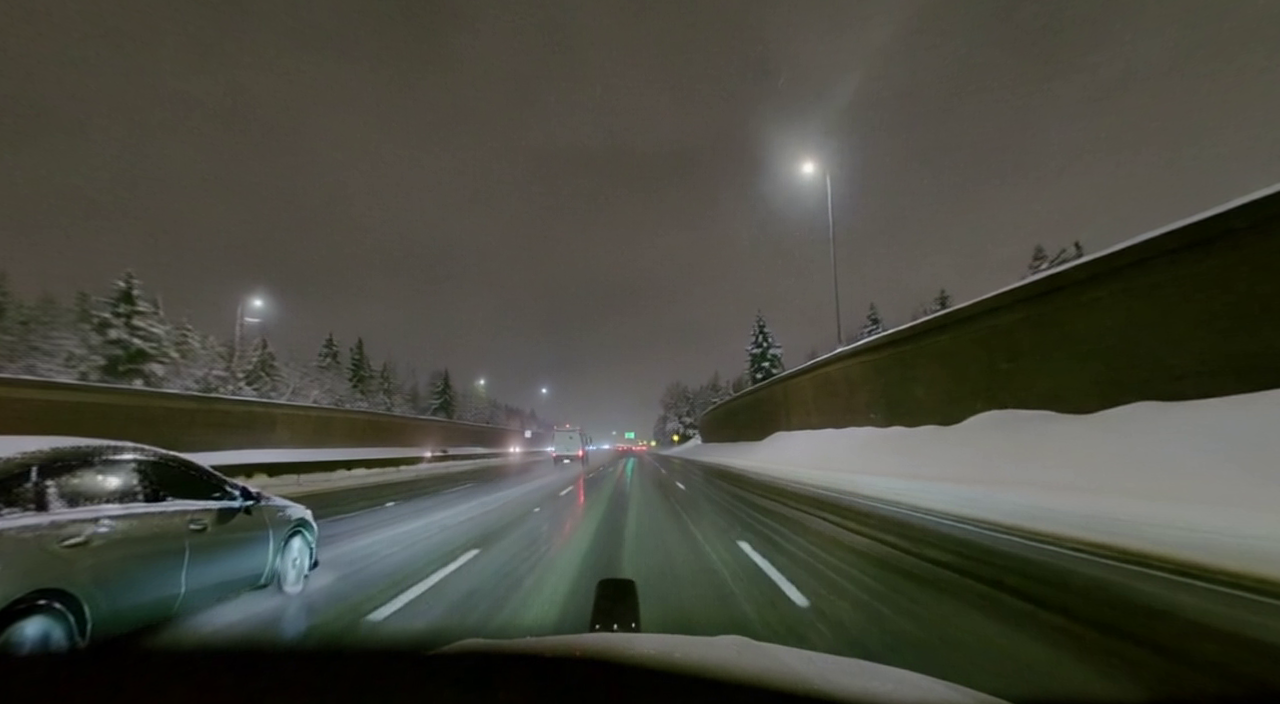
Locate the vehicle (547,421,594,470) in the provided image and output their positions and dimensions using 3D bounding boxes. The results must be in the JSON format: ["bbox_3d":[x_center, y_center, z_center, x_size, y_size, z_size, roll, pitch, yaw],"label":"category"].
[{"bbox_3d":[-4.426,6.140,41.477,2.364,2.953,6.732,0,-9,-1],"label":"vehicle"}]

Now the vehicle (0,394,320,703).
[{"bbox_3d":[-3.910,1.044,3.316,2.025,1.556,4.594,0,-9,0],"label":"vehicle"}]
